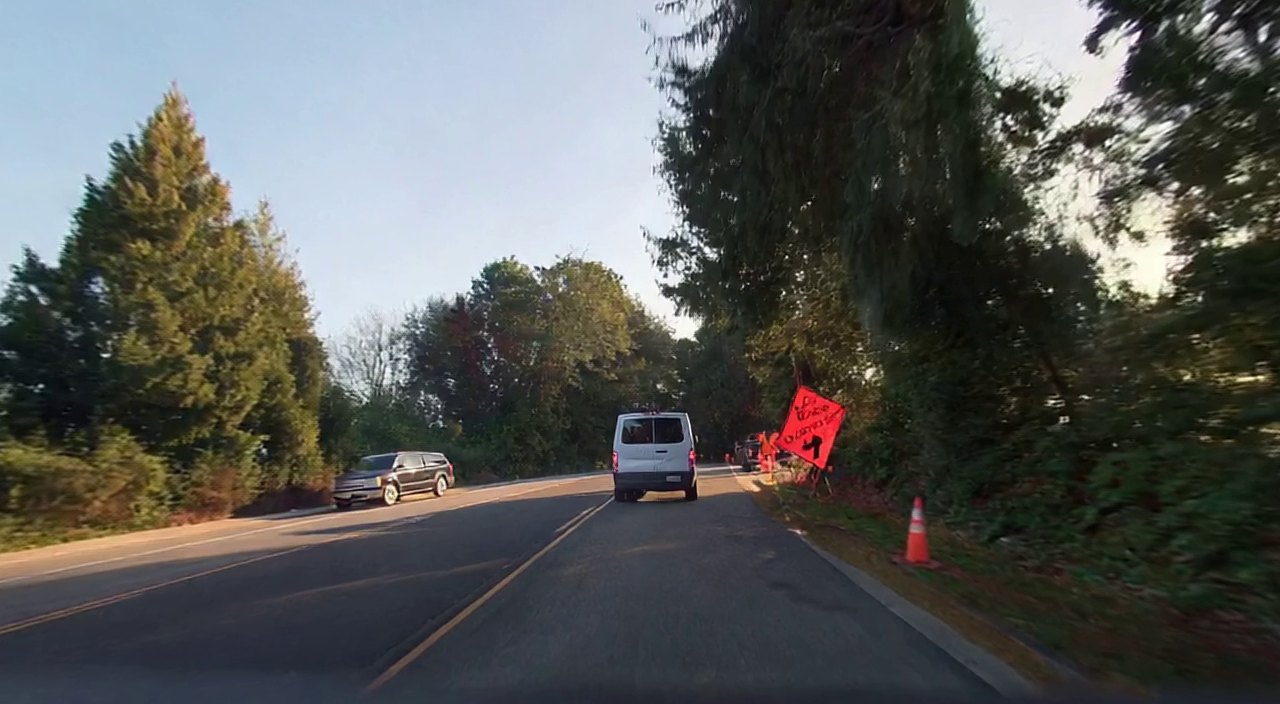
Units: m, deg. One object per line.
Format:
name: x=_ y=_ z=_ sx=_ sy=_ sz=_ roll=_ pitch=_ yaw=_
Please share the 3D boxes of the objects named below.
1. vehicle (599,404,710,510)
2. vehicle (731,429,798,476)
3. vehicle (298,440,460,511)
vehicle: x=0.499 y=2.605 z=15.984 sx=2.362 sy=2.247 sz=4.892 roll=-1 pitch=-9 yaw=5
vehicle: x=6.018 y=4.963 z=31.586 sx=2.833 sy=2.033 sz=7.668 roll=-1 pitch=-9 yaw=8
vehicle: x=-7.628 y=3.647 z=19.380 sx=2.055 sy=1.809 sz=5.906 roll=-1 pitch=-9 yaw=4
